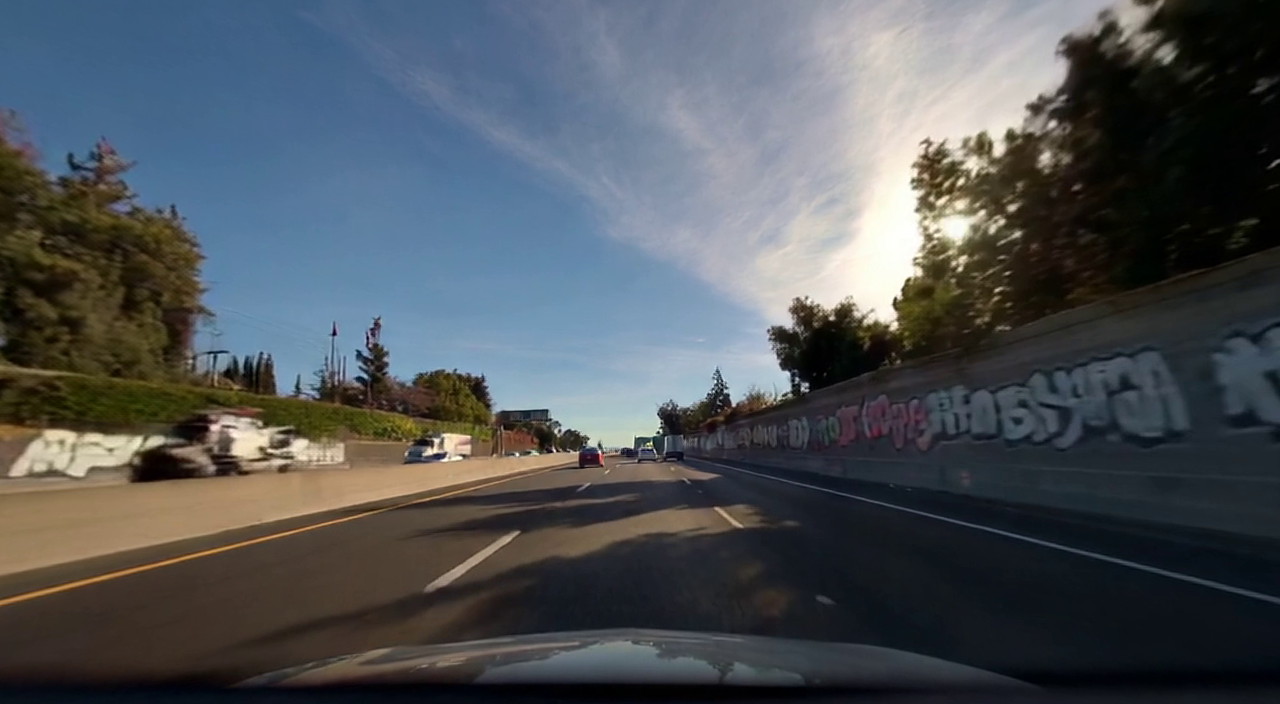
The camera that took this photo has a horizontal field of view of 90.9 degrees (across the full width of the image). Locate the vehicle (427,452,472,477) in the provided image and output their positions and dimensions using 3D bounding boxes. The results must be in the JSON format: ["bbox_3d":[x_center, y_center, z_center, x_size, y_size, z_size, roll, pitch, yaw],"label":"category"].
[{"bbox_3d":[-12.328,7.296,40.952,1.853,1.521,3.633,0,-9,-1],"label":"vehicle"}]

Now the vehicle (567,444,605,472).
[{"bbox_3d":[-3.459,6.927,41.260,2.095,1.671,4.193,-1,-9,1],"label":"vehicle"}]

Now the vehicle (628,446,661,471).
[{"bbox_3d":[0.261,6.920,41.008,2.009,1.506,4.091,-1,-9,0],"label":"vehicle"}]

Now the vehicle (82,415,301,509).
[{"bbox_3d":[-16.884,4.235,24.660,2.908,3.076,7.474,-1,-9,1],"label":"vehicle"}]
